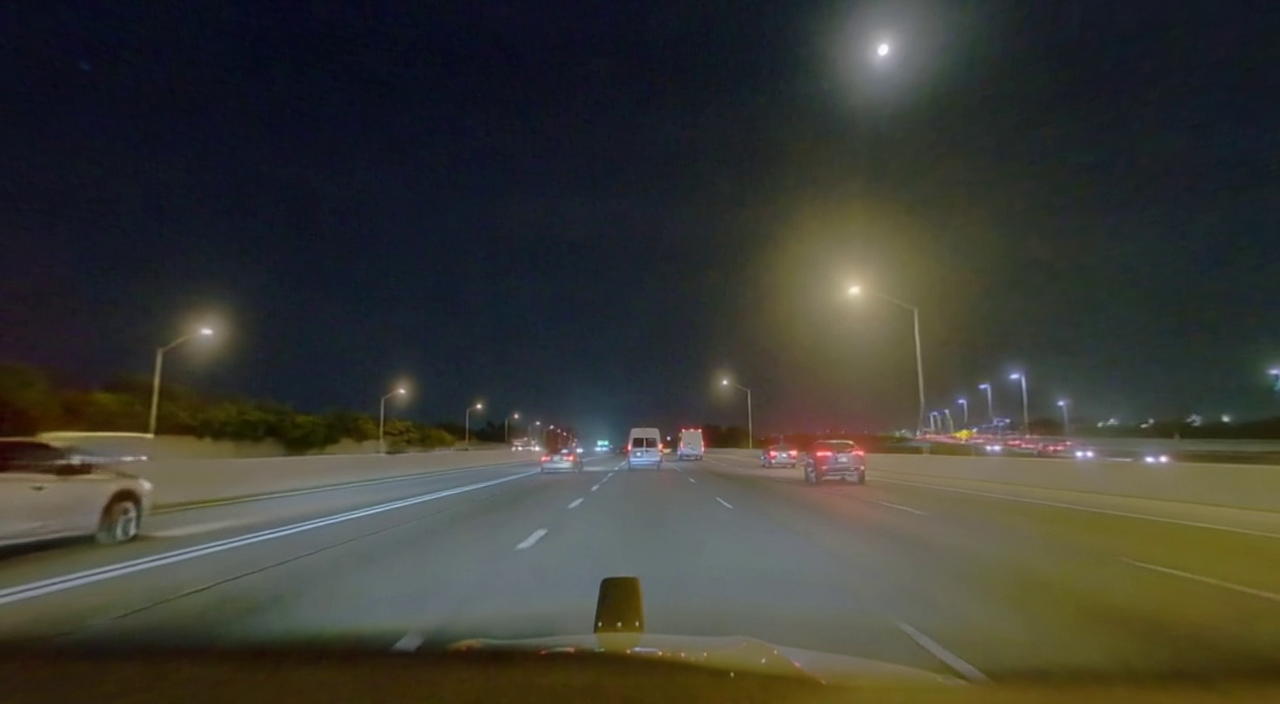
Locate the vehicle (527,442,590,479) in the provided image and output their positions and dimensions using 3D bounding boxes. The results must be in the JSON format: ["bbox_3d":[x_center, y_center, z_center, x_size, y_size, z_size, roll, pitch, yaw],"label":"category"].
[{"bbox_3d":[-3.671,4.990,29.167,2.173,1.542,4.781,0,-9,1],"label":"vehicle"}]

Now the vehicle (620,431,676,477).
[{"bbox_3d":[0.377,4.919,30.539,2.509,2.062,4.639,0,-9,1],"label":"vehicle"}]

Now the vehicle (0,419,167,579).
[{"bbox_3d":[-7.629,1.491,6.374,2.108,1.619,4.548,0,-9,0],"label":"vehicle"}]

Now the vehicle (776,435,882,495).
[{"bbox_3d":[5.883,3.570,20.229,2.146,1.678,4.489,0,-9,2],"label":"vehicle"}]

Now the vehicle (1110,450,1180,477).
[{"bbox_3d":[35.305,7.756,44.194,2.039,1.718,4.674,-2,-9,15],"label":"vehicle"}]
